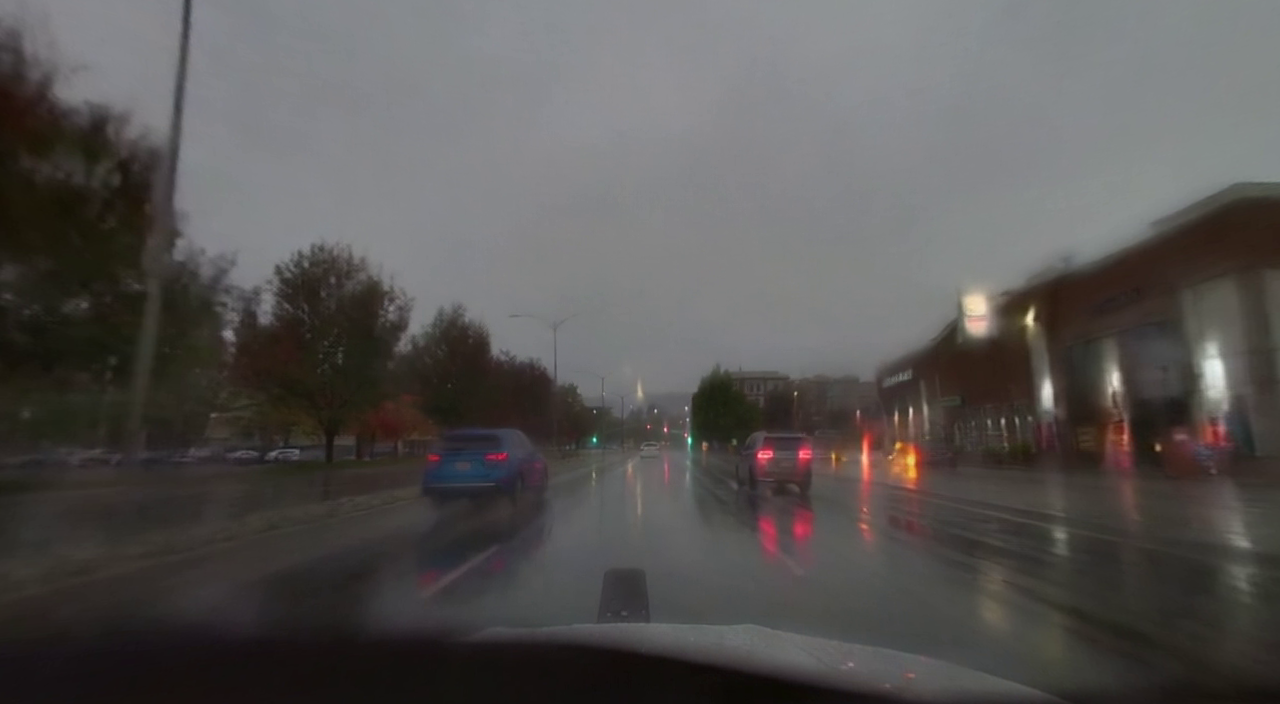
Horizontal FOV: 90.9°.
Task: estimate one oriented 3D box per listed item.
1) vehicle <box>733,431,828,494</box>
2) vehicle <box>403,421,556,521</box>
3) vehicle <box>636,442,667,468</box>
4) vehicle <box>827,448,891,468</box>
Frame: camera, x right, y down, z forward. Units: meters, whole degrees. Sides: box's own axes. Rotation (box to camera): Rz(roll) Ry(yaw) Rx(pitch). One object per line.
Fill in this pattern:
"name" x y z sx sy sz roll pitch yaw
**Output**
"vehicle" 4.321 3.477 20.192 2.083 1.779 4.347 0 -8 1
"vehicle" -3.233 2.509 13.800 2.047 1.810 4.414 0 -8 2
"vehicle" 0.807 7.108 43.785 2.067 1.702 3.987 0 -8 2
"vehicle" 16.587 8.033 47.741 4.133 1.475 1.833 2 -9 -11
